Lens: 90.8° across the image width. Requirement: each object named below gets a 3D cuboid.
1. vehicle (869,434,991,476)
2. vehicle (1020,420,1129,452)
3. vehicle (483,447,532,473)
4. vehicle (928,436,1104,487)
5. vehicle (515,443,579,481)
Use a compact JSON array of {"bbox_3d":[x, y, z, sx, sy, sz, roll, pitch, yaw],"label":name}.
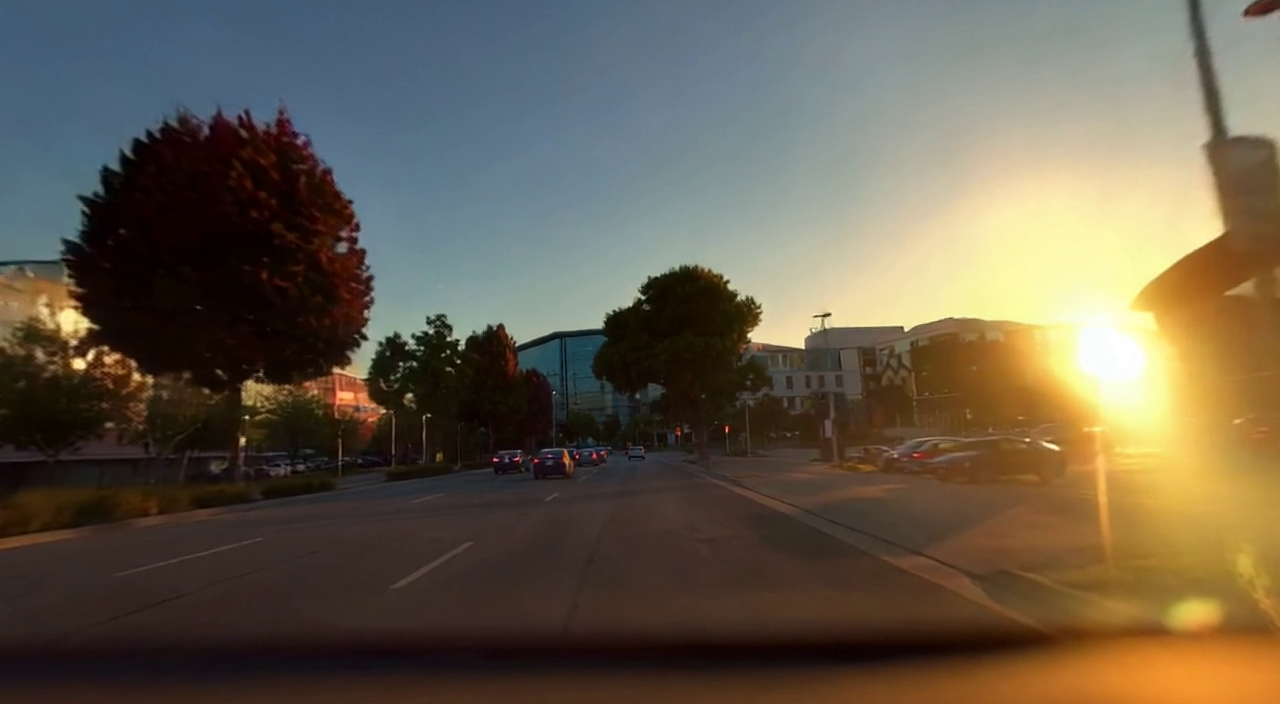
[{"bbox_3d":[12.712,4.562,27.915,4.313,1.596,2.028,-2,-9,-2],"label":"vehicle"},{"bbox_3d":[25.527,4.960,37.213,4.939,1.818,1.989,0,-9,-1],"label":"vehicle"},{"bbox_3d":[-8.183,6.702,39.467,1.976,1.497,4.709,0,-9,1],"label":"vehicle"},{"bbox_3d":[13.044,3.810,22.166,4.790,1.439,2.034,-3,-9,1],"label":"vehicle"},{"bbox_3d":[-3.949,4.765,27.640,2.011,1.483,4.596,0,-9,1],"label":"vehicle"}]
